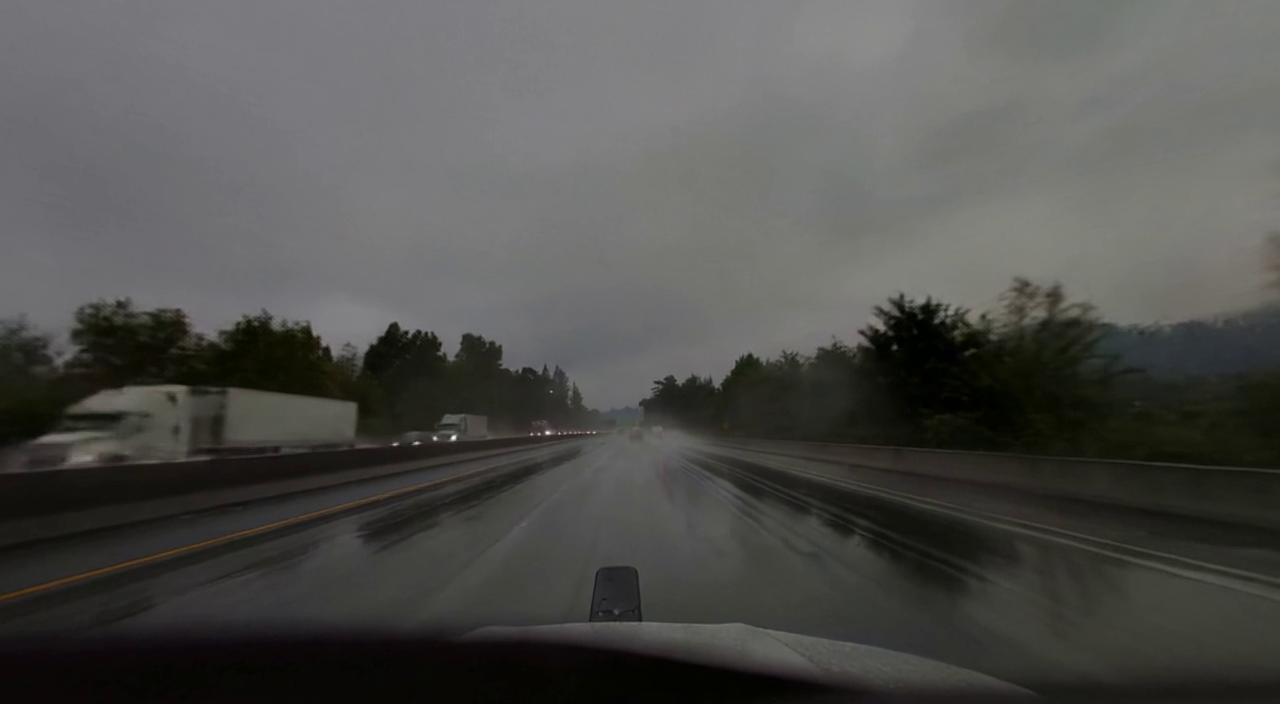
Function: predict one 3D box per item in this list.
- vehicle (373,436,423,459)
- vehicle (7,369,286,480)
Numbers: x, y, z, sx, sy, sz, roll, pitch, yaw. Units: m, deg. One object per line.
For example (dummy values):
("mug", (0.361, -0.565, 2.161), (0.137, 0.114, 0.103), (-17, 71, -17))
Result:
("vehicle", (-16.758, 6.635, 43.823), (1.811, 1.480, 4.437), (0, -8, -1))
("vehicle", (-20.591, 3.384, 27.945), (3.078, 3.829, 11.722), (-1, -8, -1))
